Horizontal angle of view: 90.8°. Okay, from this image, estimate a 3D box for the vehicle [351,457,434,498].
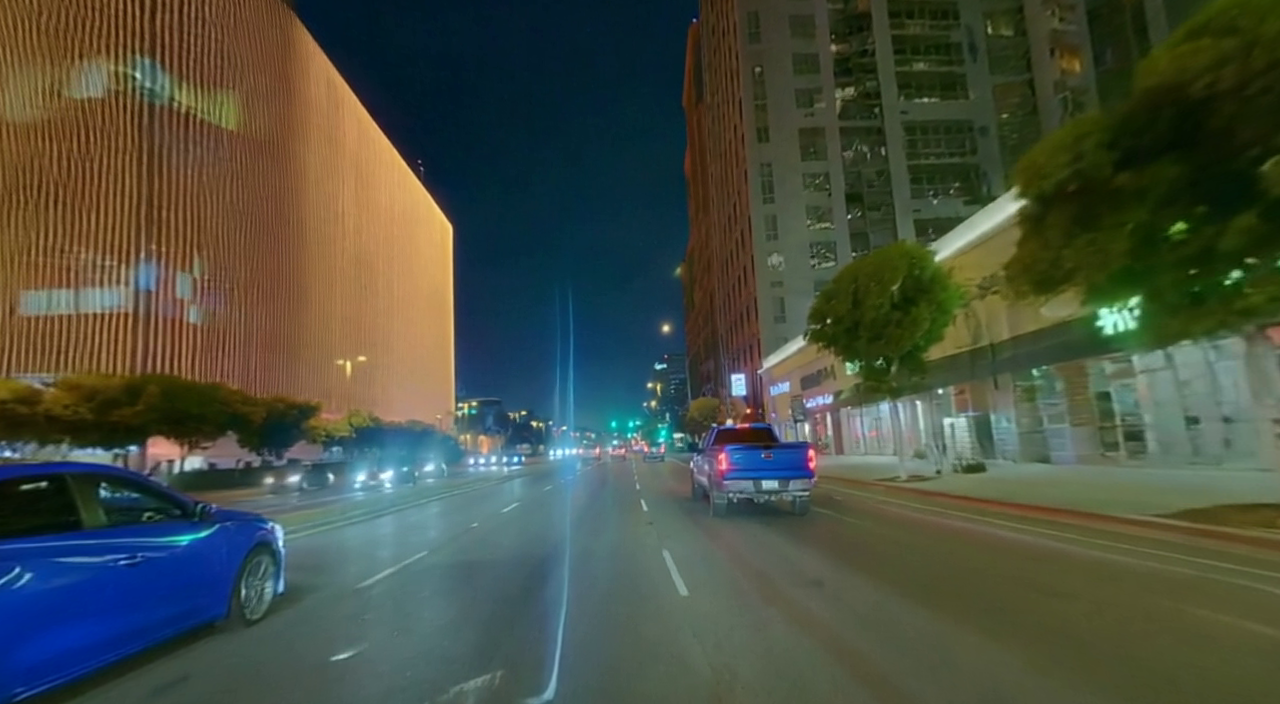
[{"bbox_3d":[-9.947,5.053,25.786,1.780,1.412,4.283,-1,-8,-2],"label":"vehicle"}]

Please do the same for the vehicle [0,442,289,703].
[{"bbox_3d":[-3.704,1.125,2.736,1.888,1.424,4.553,-1,-8,-2],"label":"vehicle"}]

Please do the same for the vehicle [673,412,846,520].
[{"bbox_3d":[2.349,2.515,14.535,2.590,1.932,5.776,0,-8,-3],"label":"vehicle"}]

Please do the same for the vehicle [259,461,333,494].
[{"bbox_3d":[-21.441,7.801,39.579,2.078,1.779,4.497,-1,-8,0],"label":"vehicle"}]
